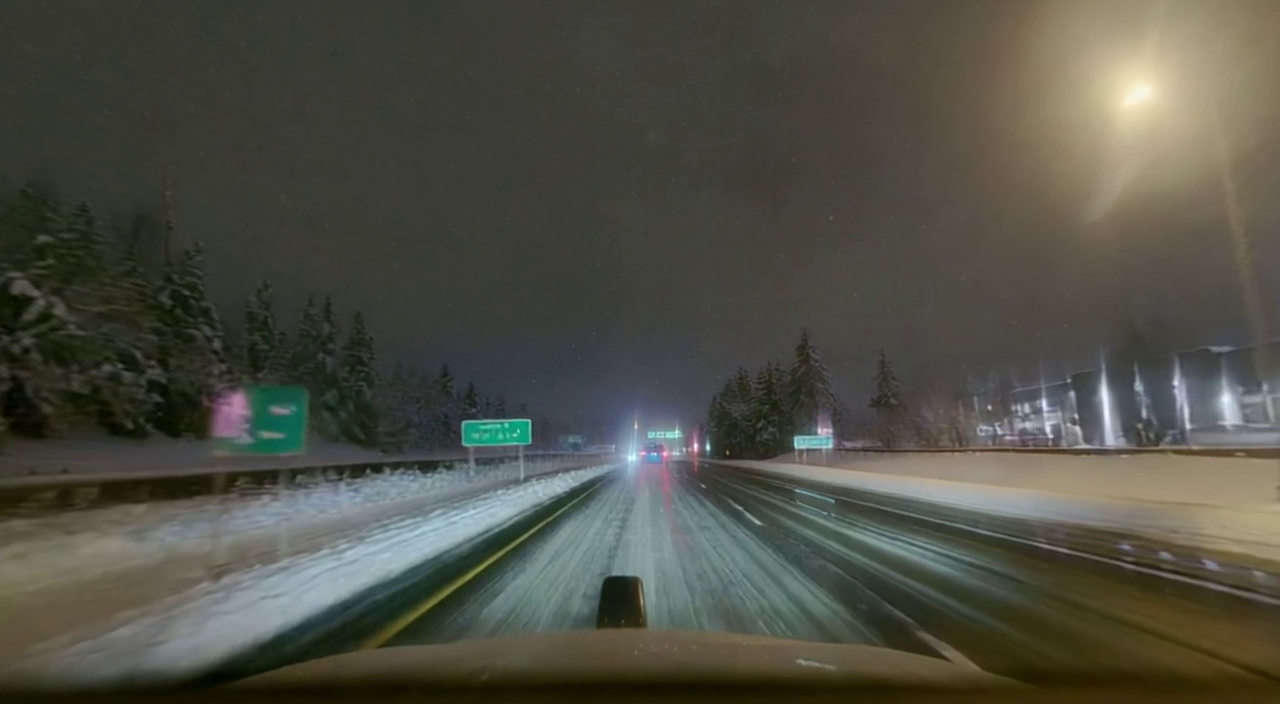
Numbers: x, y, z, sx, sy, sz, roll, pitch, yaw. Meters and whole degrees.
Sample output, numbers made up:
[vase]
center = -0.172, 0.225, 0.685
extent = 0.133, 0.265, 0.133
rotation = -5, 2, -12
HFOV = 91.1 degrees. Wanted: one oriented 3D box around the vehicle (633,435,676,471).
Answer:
[vehicle]
center = 0.983, 6.484, 40.476
extent = 2.546, 2.126, 5.153
rotation = 0, -8, 3
